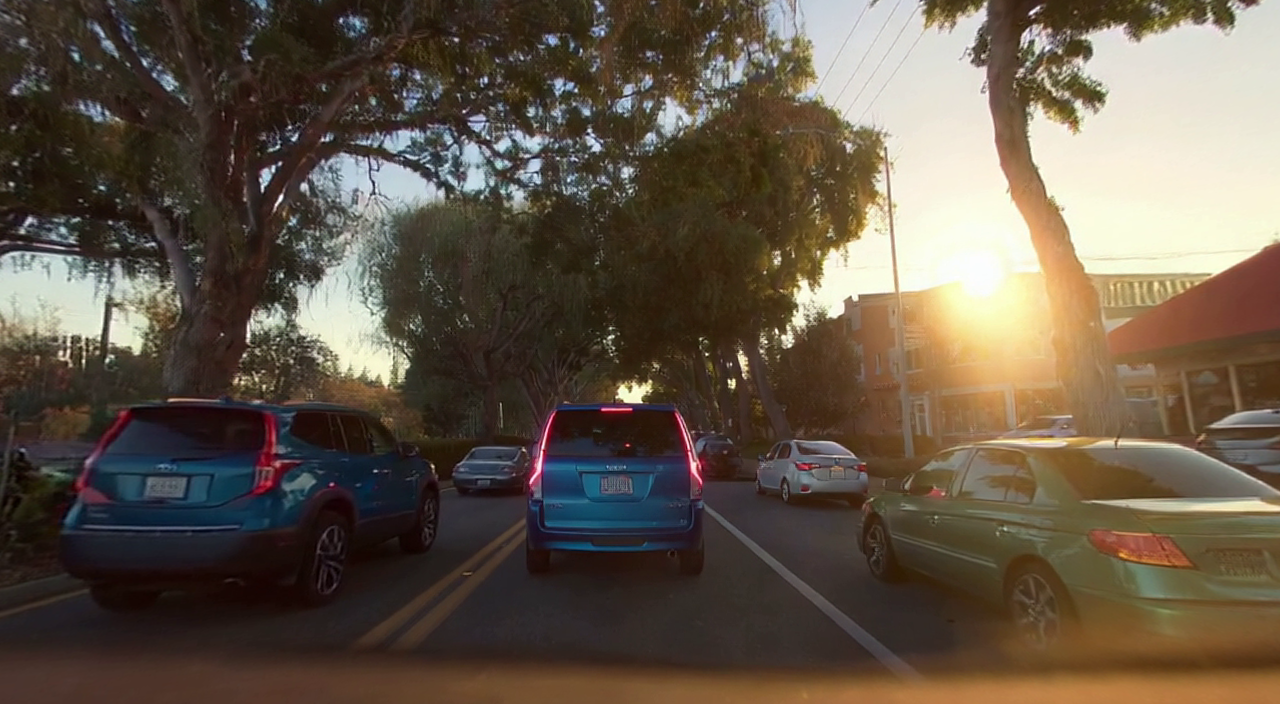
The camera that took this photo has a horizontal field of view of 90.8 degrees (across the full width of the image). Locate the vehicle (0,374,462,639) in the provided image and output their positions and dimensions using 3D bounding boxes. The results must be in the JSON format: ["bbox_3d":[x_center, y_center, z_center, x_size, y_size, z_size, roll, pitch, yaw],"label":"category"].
[{"bbox_3d":[-3.673,1.411,6.739,2.231,1.853,4.461,0,-9,0],"label":"vehicle"}]

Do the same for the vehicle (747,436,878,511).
[{"bbox_3d":[3.917,2.820,15.163,1.875,1.521,4.192,0,-9,-1],"label":"vehicle"}]

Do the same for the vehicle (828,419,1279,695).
[{"bbox_3d":[3.360,1.437,5.678,1.900,1.477,4.352,0,-9,-1],"label":"vehicle"}]

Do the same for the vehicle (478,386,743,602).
[{"bbox_3d":[-0.293,1.514,7.532,2.238,1.825,4.190,0,-9,-1],"label":"vehicle"}]
